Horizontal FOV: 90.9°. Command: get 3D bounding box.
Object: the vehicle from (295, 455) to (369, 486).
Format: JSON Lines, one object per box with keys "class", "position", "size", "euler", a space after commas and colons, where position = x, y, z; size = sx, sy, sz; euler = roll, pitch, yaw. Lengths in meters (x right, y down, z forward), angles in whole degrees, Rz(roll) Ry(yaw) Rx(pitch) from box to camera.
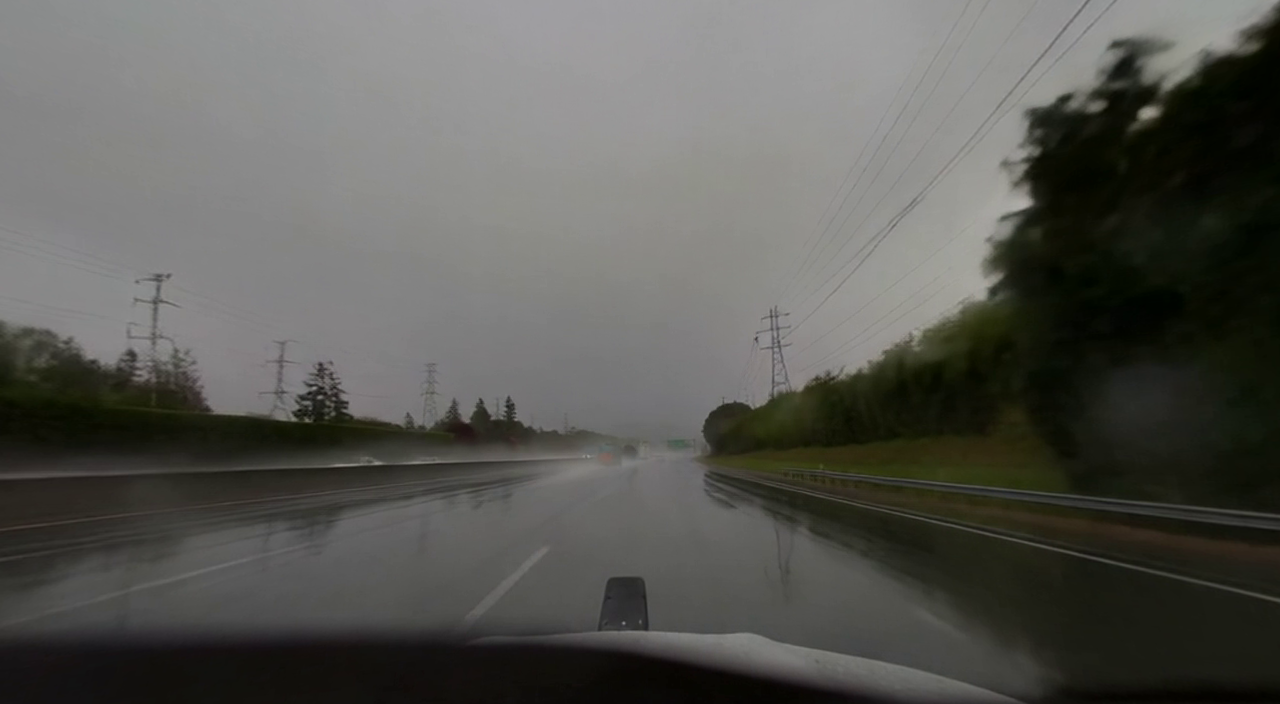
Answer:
{"class": "vehicle", "position": [-18.070, 6.927, 37.213], "size": [1.879, 1.641, 4.747], "euler": [0, -9, 1]}
